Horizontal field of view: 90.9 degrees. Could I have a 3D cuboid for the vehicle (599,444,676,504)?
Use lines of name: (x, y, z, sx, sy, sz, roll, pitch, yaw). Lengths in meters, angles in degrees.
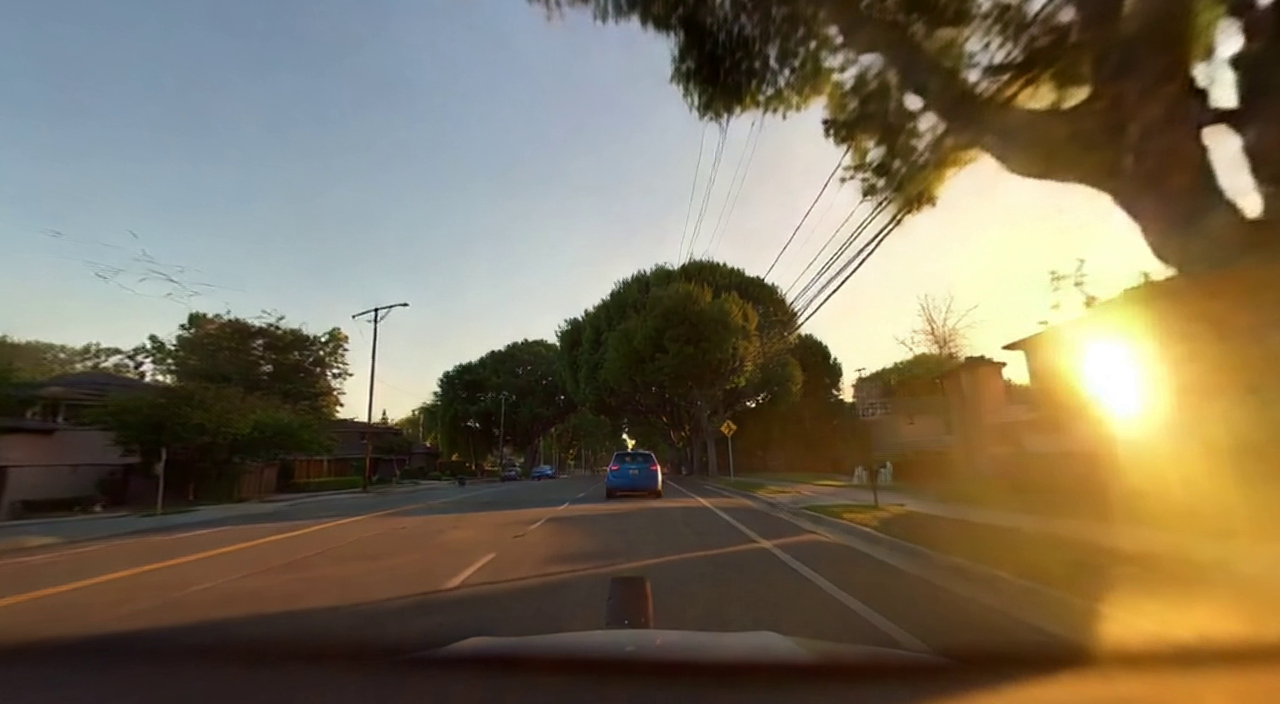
vehicle: (-0.086, 3.761, 19.948, 2.200, 1.653, 4.127, 0, -8, 0)
